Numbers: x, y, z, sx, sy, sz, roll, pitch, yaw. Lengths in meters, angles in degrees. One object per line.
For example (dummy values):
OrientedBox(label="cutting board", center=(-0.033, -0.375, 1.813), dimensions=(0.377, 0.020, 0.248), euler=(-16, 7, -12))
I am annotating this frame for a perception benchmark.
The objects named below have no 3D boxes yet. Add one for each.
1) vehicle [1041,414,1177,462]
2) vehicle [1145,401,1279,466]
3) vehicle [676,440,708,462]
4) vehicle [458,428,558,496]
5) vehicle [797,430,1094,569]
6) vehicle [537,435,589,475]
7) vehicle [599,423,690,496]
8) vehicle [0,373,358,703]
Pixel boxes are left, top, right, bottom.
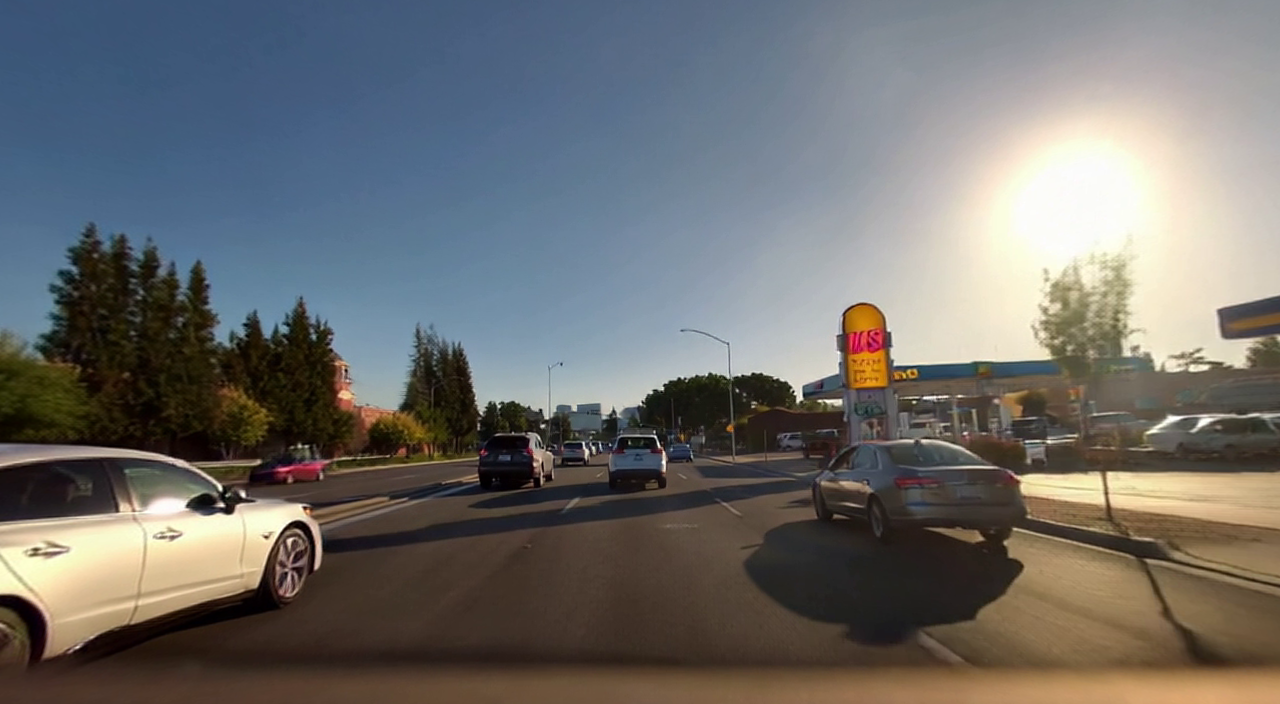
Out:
OrientedBox(label="vehicle", center=(18.977, 3.537, 25.850), dimensions=(2.037, 1.762, 4.240), euler=(1, -8, -6))
OrientedBox(label="vehicle", center=(17.972, 2.435, 18.603), dimensions=(1.906, 1.734, 4.483), euler=(2, -9, -12))
OrientedBox(label="vehicle", center=(3.776, 7.318, 46.671), dimensions=(1.926, 1.522, 3.852), euler=(0, -8, -1))
OrientedBox(label="vehicle", center=(-3.617, 3.097, 18.116), dimensions=(1.932, 1.695, 4.150), euler=(0, -8, 0))
OrientedBox(label="vehicle", center=(3.854, 1.921, 9.118), dimensions=(1.888, 1.456, 4.589), euler=(0, -8, -2))
OrientedBox(label="vehicle", center=(-3.407, 4.640, 28.627), dimensions=(1.871, 1.673, 3.920), euler=(0, -8, 0))
OrientedBox(label="vehicle", center=(0.089, 2.993, 17.889), dimensions=(2.279, 1.803, 4.254), euler=(0, -8, -1))
OrientedBox(label="vehicle", center=(-3.550, 1.056, 3.747), dimensions=(1.864, 1.574, 4.031), euler=(0, -8, 0))
